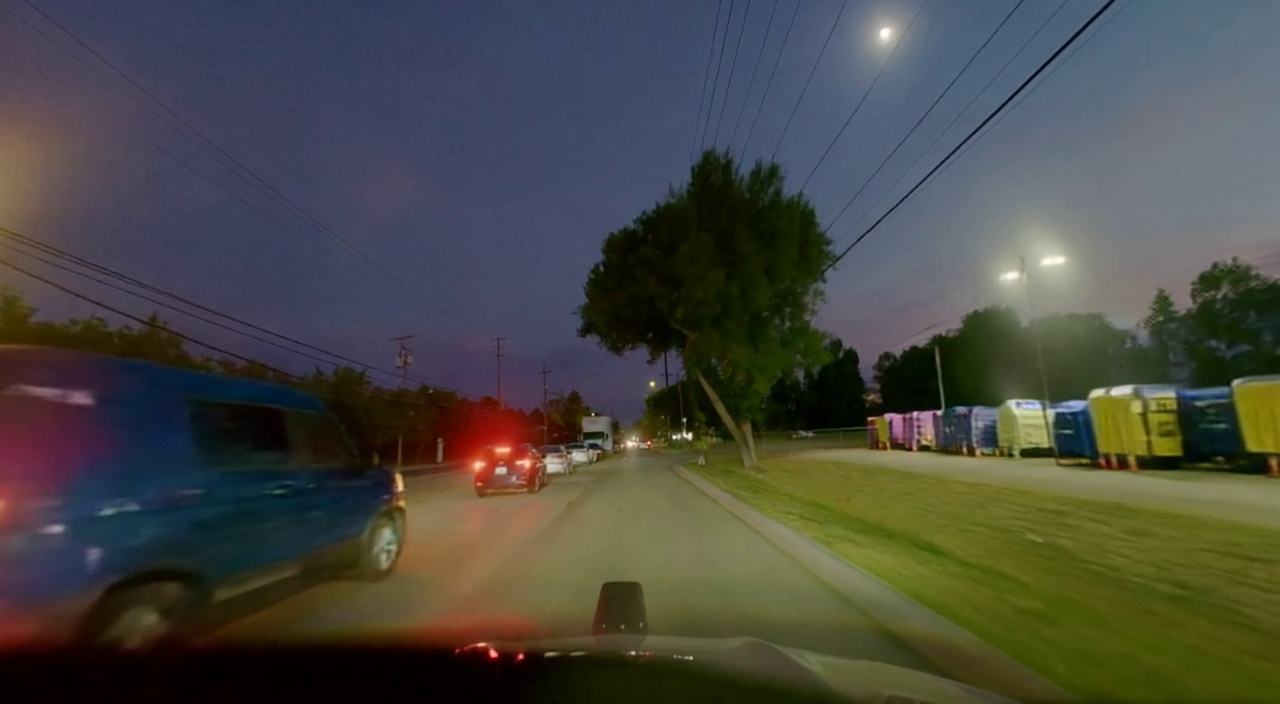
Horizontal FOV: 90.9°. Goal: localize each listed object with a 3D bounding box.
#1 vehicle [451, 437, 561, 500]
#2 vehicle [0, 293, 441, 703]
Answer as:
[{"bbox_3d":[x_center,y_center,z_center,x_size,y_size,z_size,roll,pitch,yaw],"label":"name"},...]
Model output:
[{"bbox_3d":[-3.422,3.061,16.981,1.998,1.466,4.124,0,-8,1],"label":"vehicle"},{"bbox_3d":[-3.235,1.017,4.103,2.180,1.818,5.117,0,-8,0],"label":"vehicle"}]
